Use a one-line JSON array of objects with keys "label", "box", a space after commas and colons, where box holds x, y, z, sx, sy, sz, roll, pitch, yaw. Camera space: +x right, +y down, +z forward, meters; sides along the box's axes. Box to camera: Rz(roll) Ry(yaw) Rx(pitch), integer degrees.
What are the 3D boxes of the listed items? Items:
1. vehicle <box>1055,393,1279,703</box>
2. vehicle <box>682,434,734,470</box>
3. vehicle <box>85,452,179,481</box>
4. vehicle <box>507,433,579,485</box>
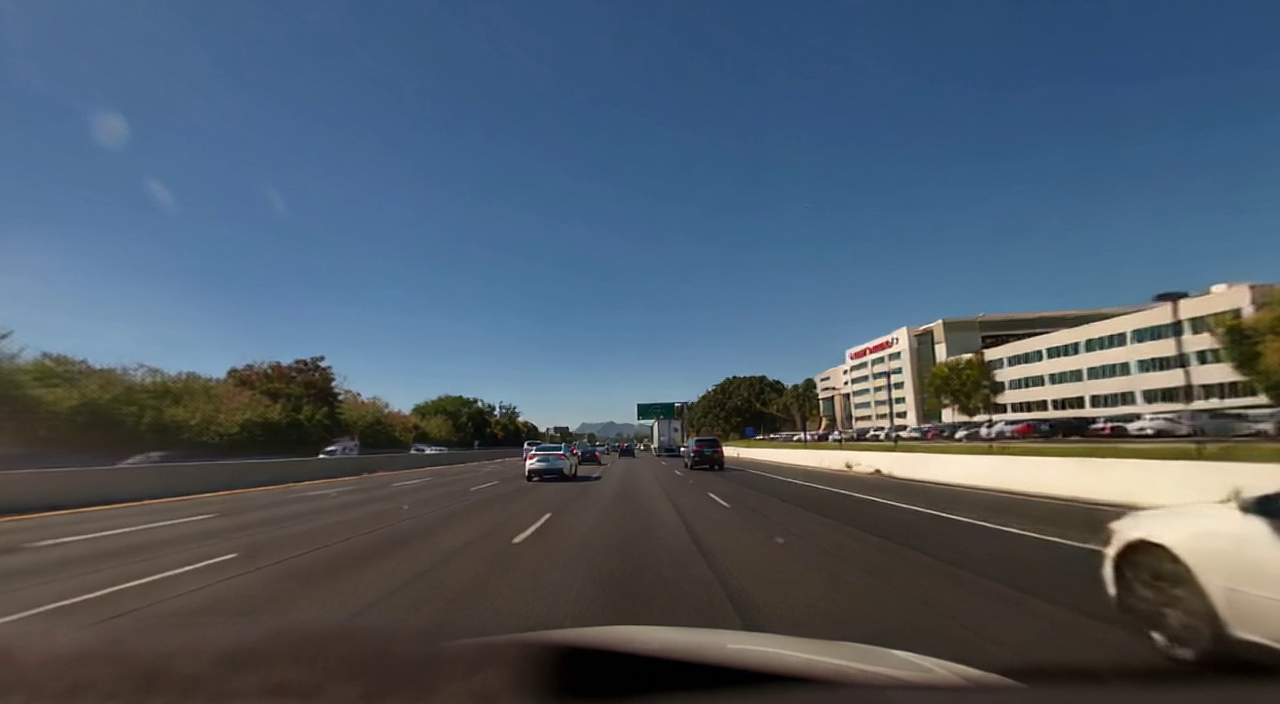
[{"label": "vehicle", "box": [3.806, 0.803, 1.847, 1.957, 1.510, 4.643, 0, -8, -1]}, {"label": "vehicle", "box": [3.640, 5.510, 34.871, 2.198, 1.807, 4.530, 0, -8, -2]}, {"label": "vehicle", "box": [-28.442, 6.390, 35.553, 1.806, 1.471, 4.189, 0, -8, -1]}, {"label": "vehicle", "box": [-3.526, 3.987, 23.817, 1.987, 1.765, 4.508, 0, -8, 0]}]
